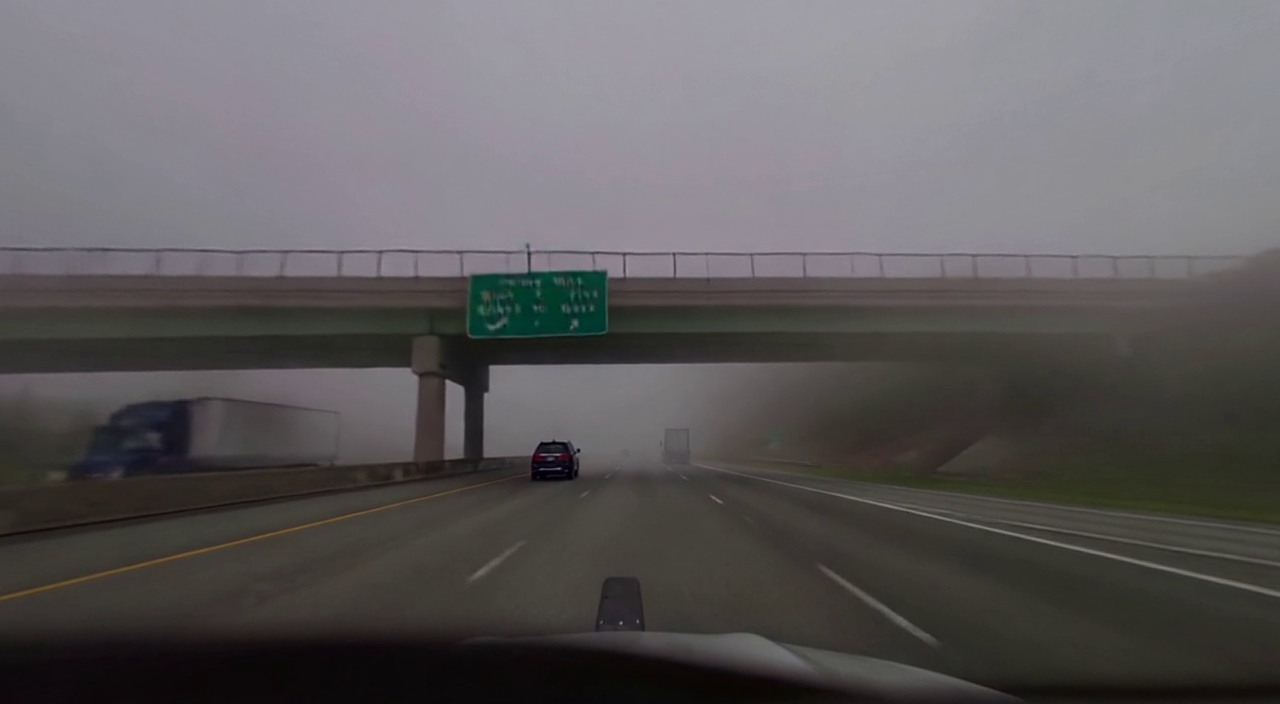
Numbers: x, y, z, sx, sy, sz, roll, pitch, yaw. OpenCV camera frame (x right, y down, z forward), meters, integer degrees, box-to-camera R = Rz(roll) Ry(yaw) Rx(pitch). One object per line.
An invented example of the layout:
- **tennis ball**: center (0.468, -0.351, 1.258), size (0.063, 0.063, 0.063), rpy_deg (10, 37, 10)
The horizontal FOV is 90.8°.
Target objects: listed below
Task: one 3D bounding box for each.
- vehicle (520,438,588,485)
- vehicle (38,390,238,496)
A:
- **vehicle**: center (-3.556, 4.645, 26.972), size (2.238, 1.792, 4.518), rpy_deg (0, -9, 0)
- **vehicle**: center (-20.079, 3.745, 25.876), size (2.995, 3.822, 6.024), rpy_deg (0, -9, 0)
